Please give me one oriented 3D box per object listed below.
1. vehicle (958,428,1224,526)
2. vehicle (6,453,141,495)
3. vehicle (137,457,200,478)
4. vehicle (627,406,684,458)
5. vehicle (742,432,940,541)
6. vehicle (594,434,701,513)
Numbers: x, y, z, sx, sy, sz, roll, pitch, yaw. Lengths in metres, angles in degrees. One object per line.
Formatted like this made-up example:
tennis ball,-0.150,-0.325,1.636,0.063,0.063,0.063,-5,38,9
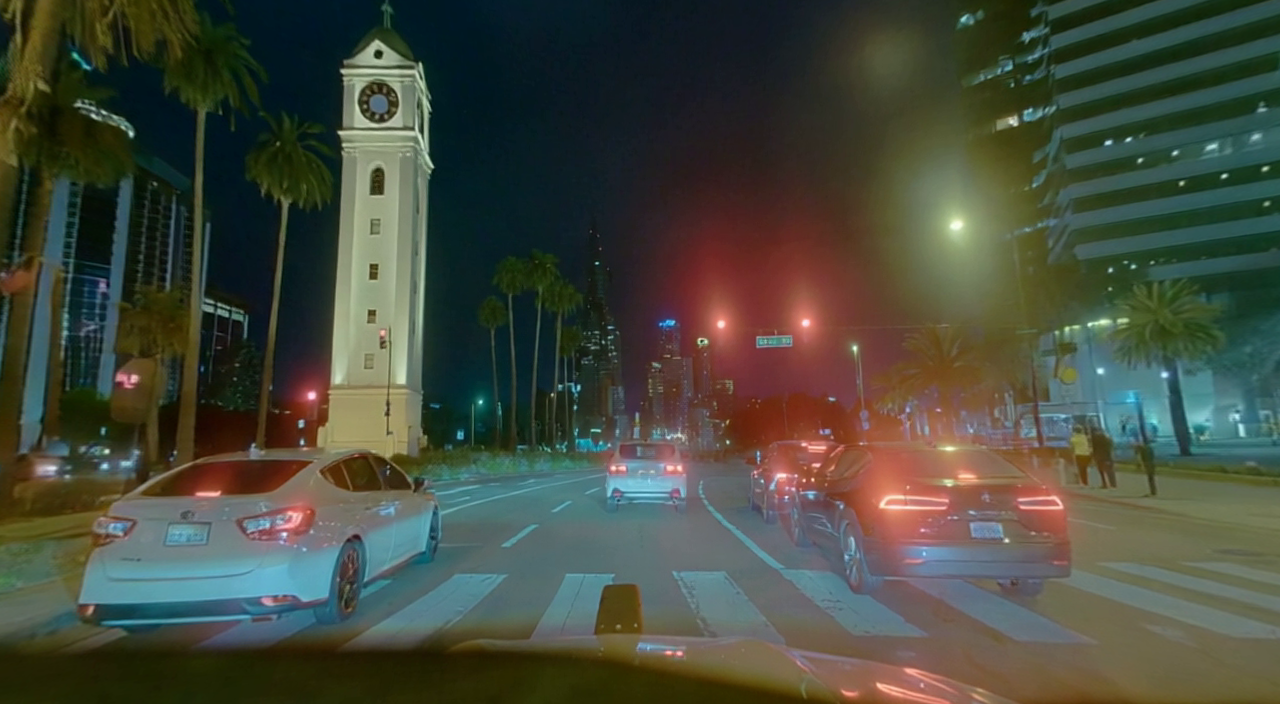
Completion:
vehicle,8.178,2.283,12.050,1.859,1.508,4.259,0,-9,-1
vehicle,-26.710,5.724,29.967,2.105,1.793,4.812,1,-9,-4
vehicle,-36.837,9.011,49.264,1.700,1.527,4.445,1,-9,-4
vehicle,0.824,3.739,29.056,2.230,2.158,5.498,-1,-9,5
vehicle,3.102,2.174,10.846,1.913,1.469,4.425,0,-9,0
vehicle,0.172,2.621,13.984,2.048,1.503,3.681,0,-9,1
